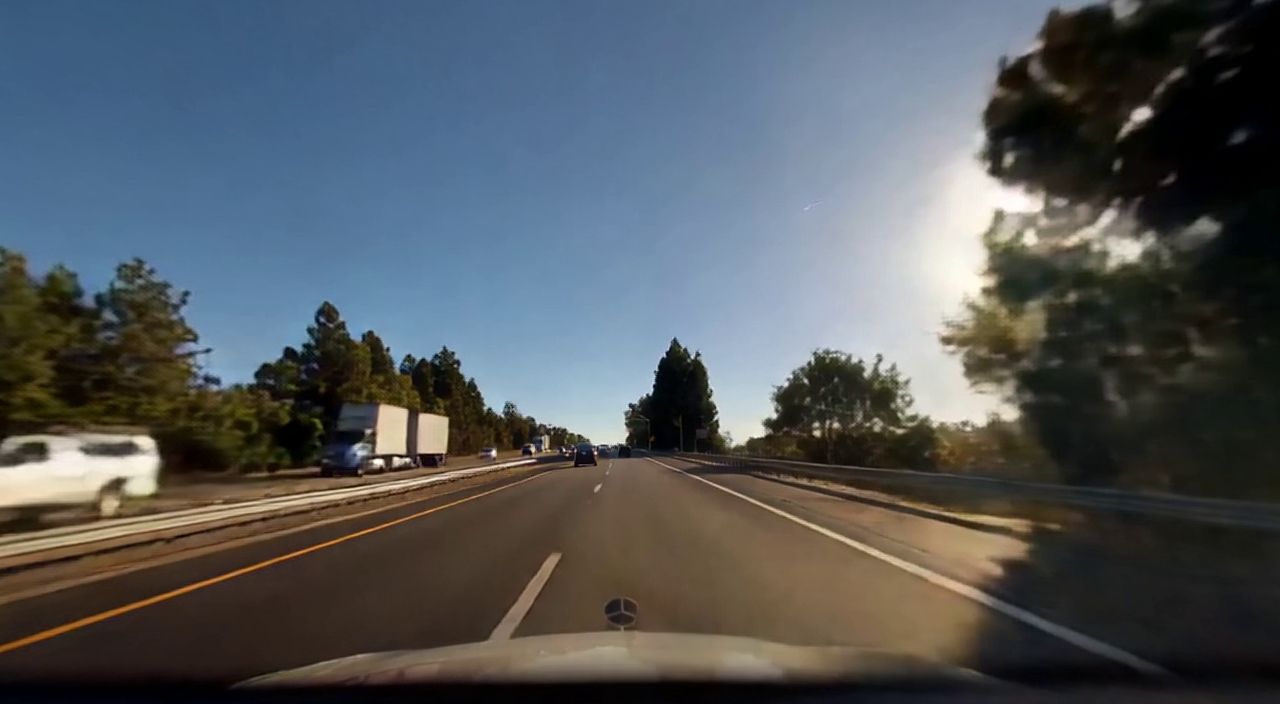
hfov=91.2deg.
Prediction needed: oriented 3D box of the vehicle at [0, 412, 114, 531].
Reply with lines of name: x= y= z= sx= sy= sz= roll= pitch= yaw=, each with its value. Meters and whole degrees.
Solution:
vehicle: x=-11.557 y=1.924 z=9.997 sx=2.207 sy=1.926 sz=4.777 roll=0 pitch=-9 yaw=-2

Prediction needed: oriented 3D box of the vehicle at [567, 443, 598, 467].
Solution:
vehicle: x=-4.224 y=7.680 z=46.816 sx=2.098 sy=1.692 sz=4.038 roll=0 pitch=-9 yaw=-2

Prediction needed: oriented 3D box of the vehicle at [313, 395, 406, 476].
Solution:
vehicle: x=-16.860 y=5.179 z=38.243 sx=2.959 sy=4.473 sz=5.911 roll=-1 pitch=-9 yaw=-1
